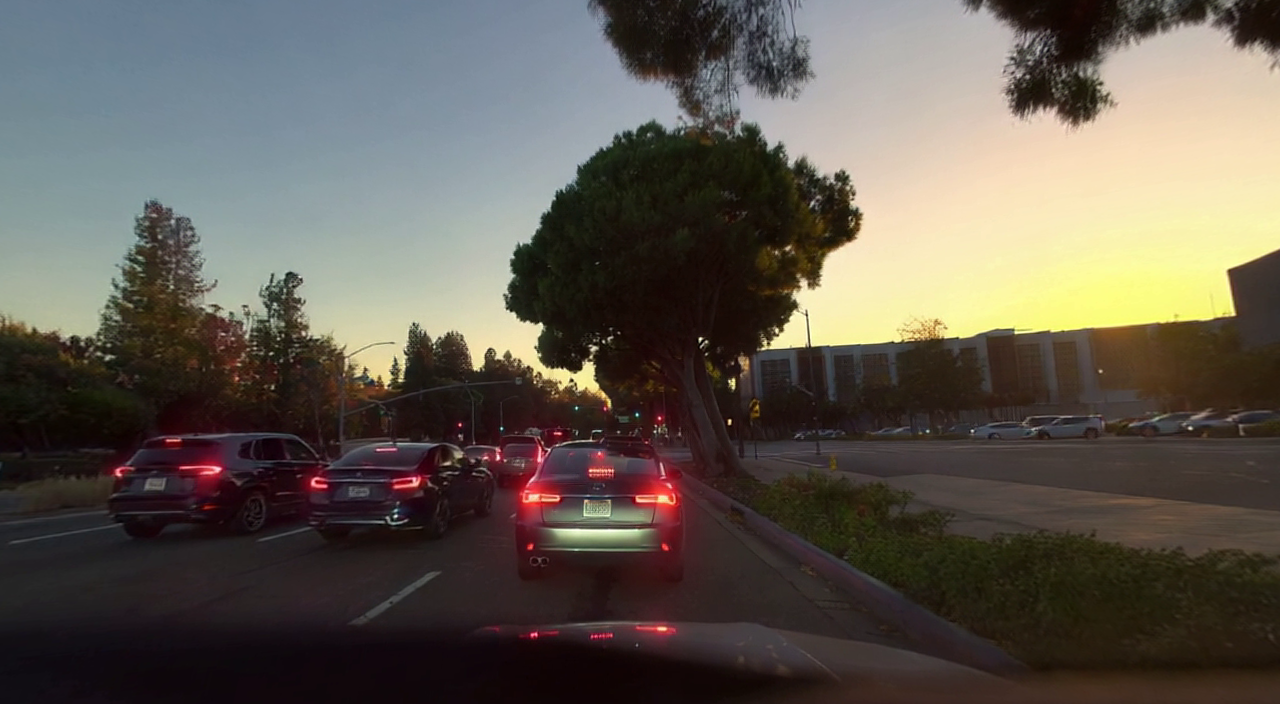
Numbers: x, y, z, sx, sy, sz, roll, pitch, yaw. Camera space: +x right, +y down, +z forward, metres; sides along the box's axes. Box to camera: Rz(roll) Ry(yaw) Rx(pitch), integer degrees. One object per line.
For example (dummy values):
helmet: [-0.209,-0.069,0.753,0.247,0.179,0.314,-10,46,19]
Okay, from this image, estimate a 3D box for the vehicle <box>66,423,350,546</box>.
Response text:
vehicle: [-7.340,2.268,11.460,2.068,1.784,4.224,0,-9,1]

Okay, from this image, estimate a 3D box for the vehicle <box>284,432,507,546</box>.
vehicle: [-3.805,2.192,10.875,1.913,1.521,4.539,0,-9,1]

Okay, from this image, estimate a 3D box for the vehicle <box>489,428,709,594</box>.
vehicle: [-0.383,1.804,8.005,2.066,1.544,3.954,0,-9,0]
